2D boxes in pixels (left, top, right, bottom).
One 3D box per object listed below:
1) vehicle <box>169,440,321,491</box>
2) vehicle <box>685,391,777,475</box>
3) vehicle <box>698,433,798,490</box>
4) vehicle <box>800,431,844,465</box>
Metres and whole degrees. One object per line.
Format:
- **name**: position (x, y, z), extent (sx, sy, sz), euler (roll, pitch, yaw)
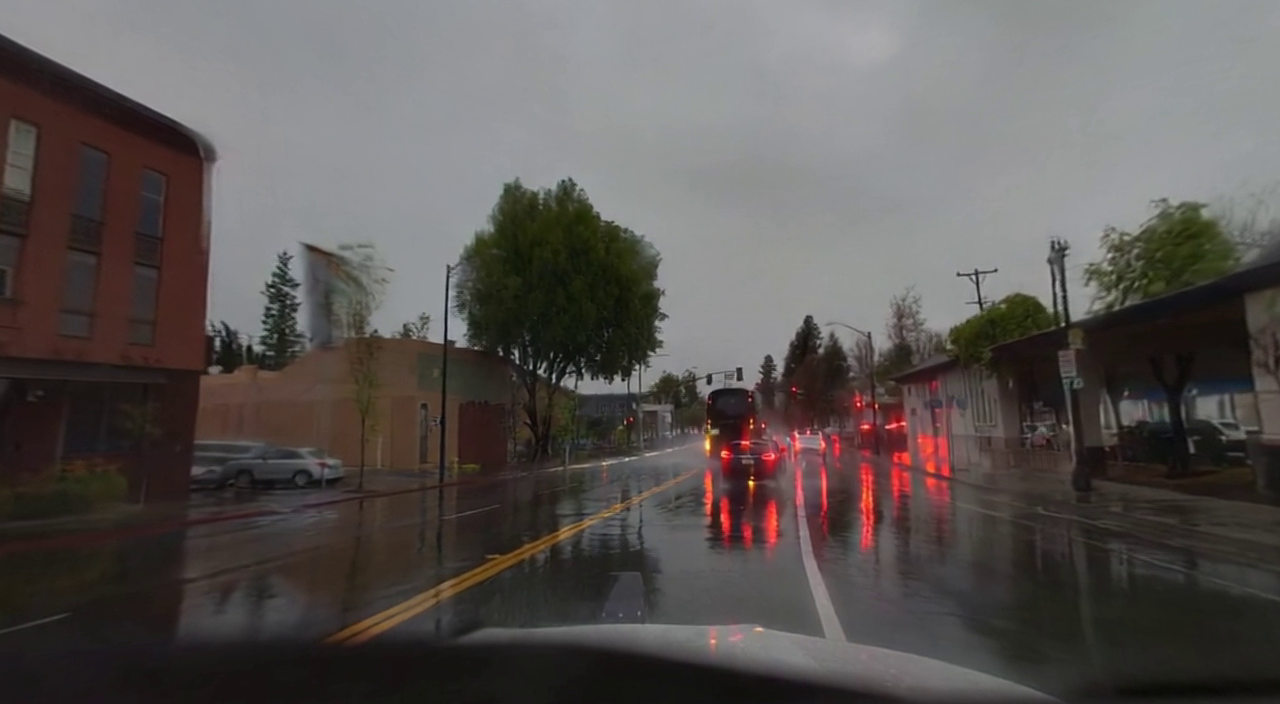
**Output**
- **vehicle**: position (-14.163, 4.044, 22.762), extent (4.397, 1.698, 1.932), euler (-2, -9, 11)
- **vehicle**: position (4.910, 4.120, 31.284), extent (2.977, 3.271, 12.748), euler (-2, -9, 15)
- **vehicle**: position (3.088, 3.246, 19.053), extent (2.159, 1.506, 4.086), euler (0, -8, -2)
- **vehicle**: position (11.074, 5.794, 38.282), extent (2.110, 1.942, 4.376), euler (-3, -9, 21)
